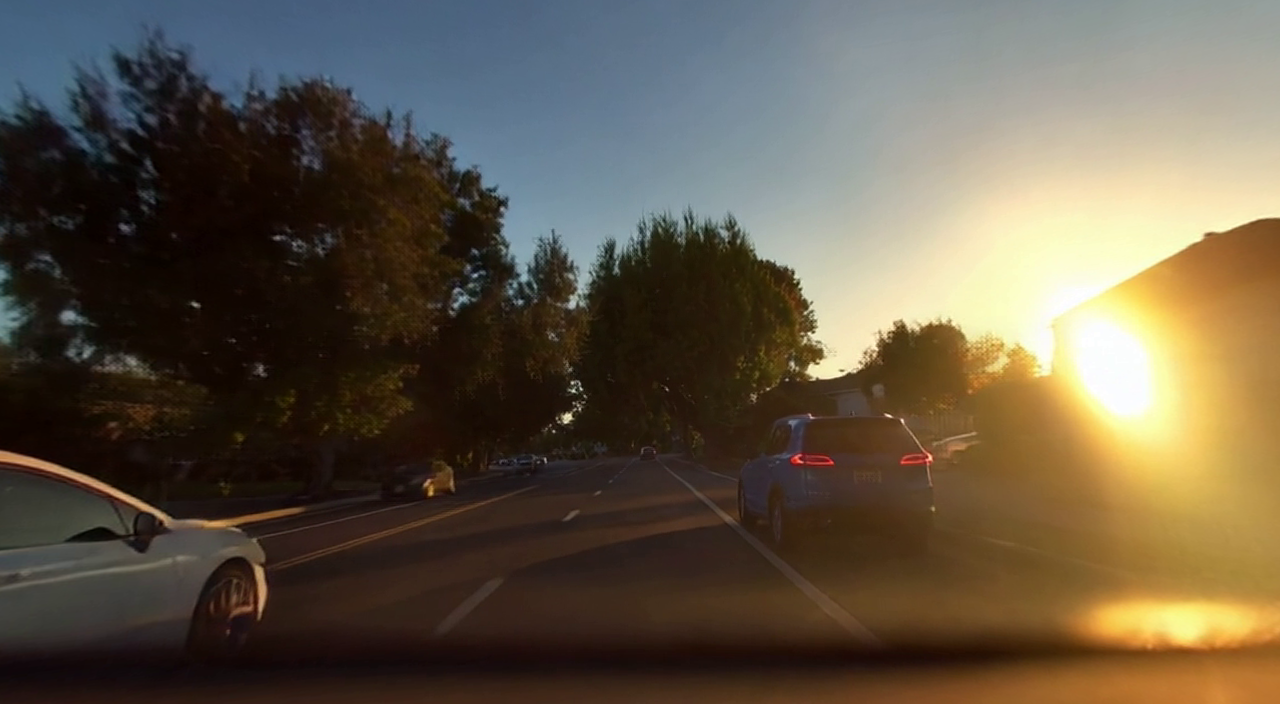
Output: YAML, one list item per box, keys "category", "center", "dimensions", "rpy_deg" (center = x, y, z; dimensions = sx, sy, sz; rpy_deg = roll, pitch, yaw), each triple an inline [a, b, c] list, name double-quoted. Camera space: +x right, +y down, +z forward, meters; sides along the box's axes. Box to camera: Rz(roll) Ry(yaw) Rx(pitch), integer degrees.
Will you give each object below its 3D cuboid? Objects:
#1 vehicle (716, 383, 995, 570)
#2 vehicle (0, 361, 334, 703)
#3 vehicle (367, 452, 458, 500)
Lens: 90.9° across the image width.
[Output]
- category: "vehicle"
  center: [2.735, 1.797, 9.885]
  dimensions: [2.338, 2.063, 5.592]
  rpy_deg: [0, -9, 0]
- category: "vehicle"
  center: [-3.211, 0.868, 2.107]
  dimensions: [2.058, 1.659, 4.514]
  rpy_deg: [0, -9, 1]
- category: "vehicle"
  center: [-8.822, 4.828, 24.859]
  dimensions: [1.970, 1.651, 4.272]
  rpy_deg: [0, -9, 0]
